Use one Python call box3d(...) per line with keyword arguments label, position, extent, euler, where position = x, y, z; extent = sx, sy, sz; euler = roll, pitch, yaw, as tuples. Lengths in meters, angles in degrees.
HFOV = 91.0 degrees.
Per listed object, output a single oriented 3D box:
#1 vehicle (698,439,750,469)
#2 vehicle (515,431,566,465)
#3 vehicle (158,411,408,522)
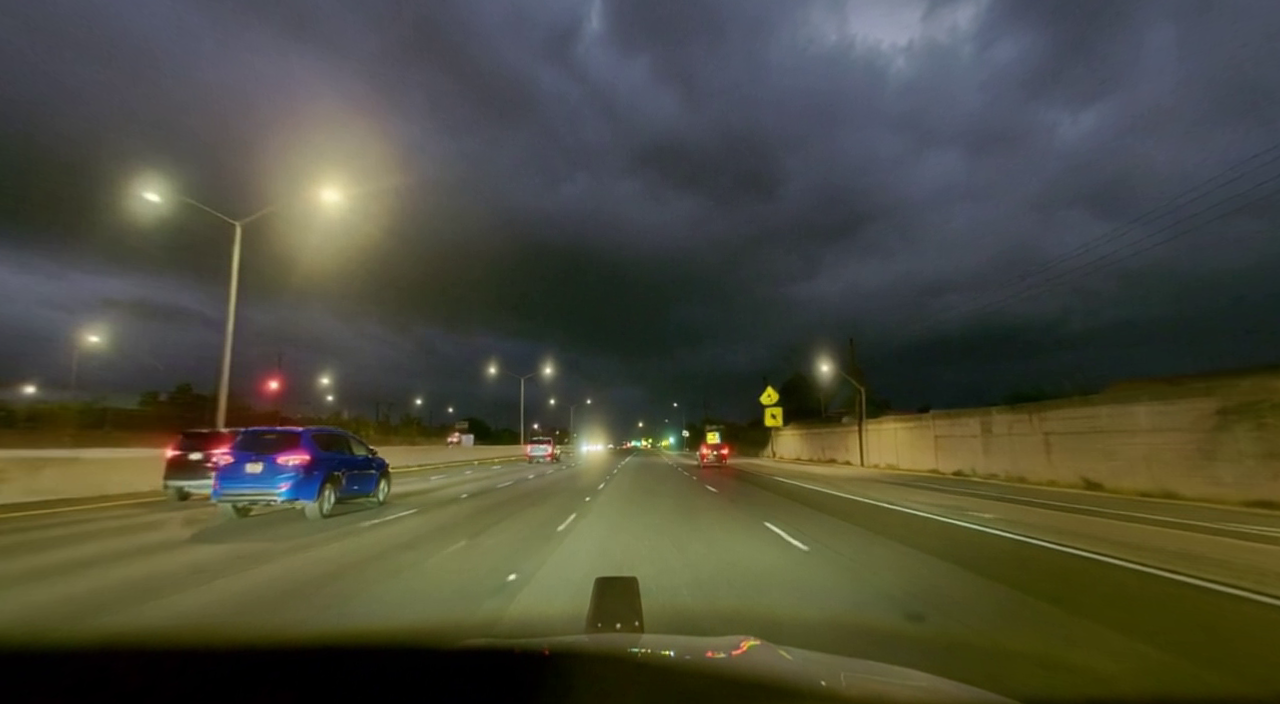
box3d(label="vehicle", position=(4.635, 5.709, 35.331), extent=(2.251, 1.520, 4.550), euler=(0, -9, 0))
box3d(label="vehicle", position=(-6.046, 5.936, 38.925), extent=(2.255, 1.934, 4.868), euler=(0, -9, 1))
box3d(label="vehicle", position=(-6.400, 2.113, 12.112), extent=(2.058, 1.698, 4.567), euler=(0, -9, 1))
